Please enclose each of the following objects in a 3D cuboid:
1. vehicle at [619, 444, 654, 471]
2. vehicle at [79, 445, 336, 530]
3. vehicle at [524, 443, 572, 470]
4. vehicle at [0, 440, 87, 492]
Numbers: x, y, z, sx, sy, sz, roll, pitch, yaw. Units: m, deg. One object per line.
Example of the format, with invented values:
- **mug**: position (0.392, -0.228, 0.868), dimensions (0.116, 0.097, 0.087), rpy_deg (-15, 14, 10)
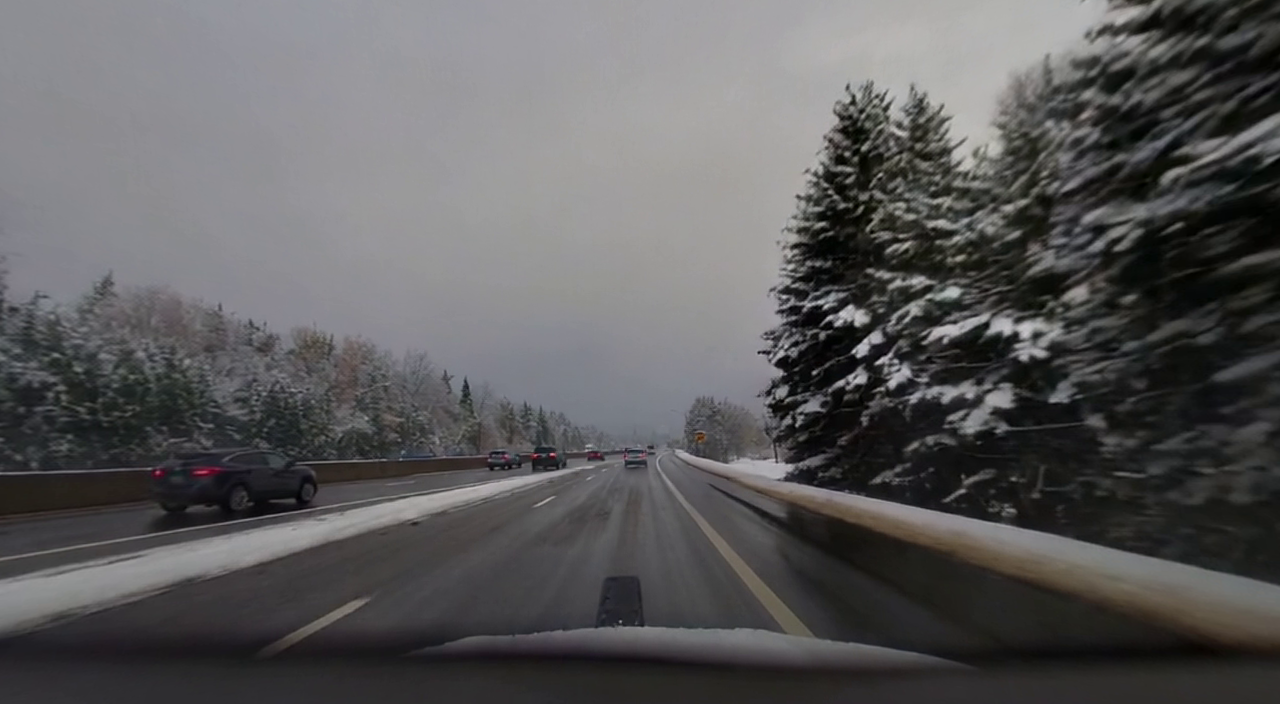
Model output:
- **vehicle**: position (-0.180, 7.031, 42.391), dimensions (2.179, 1.742, 4.396), rpy_deg (-1, -8, 1)
- **vehicle**: position (-9.382, 2.919, 14.413), dimensions (2.102, 1.562, 4.884), rpy_deg (-1, -8, 5)
- **vehicle**: position (-7.086, 8.108, 49.344), dimensions (2.397, 1.911, 5.596), rpy_deg (-1, -8, 5)
- **vehicle**: position (-33.308, 6.000, 33.442), dimensions (2.542, 2.590, 5.629), rpy_deg (-1, -8, 5)
